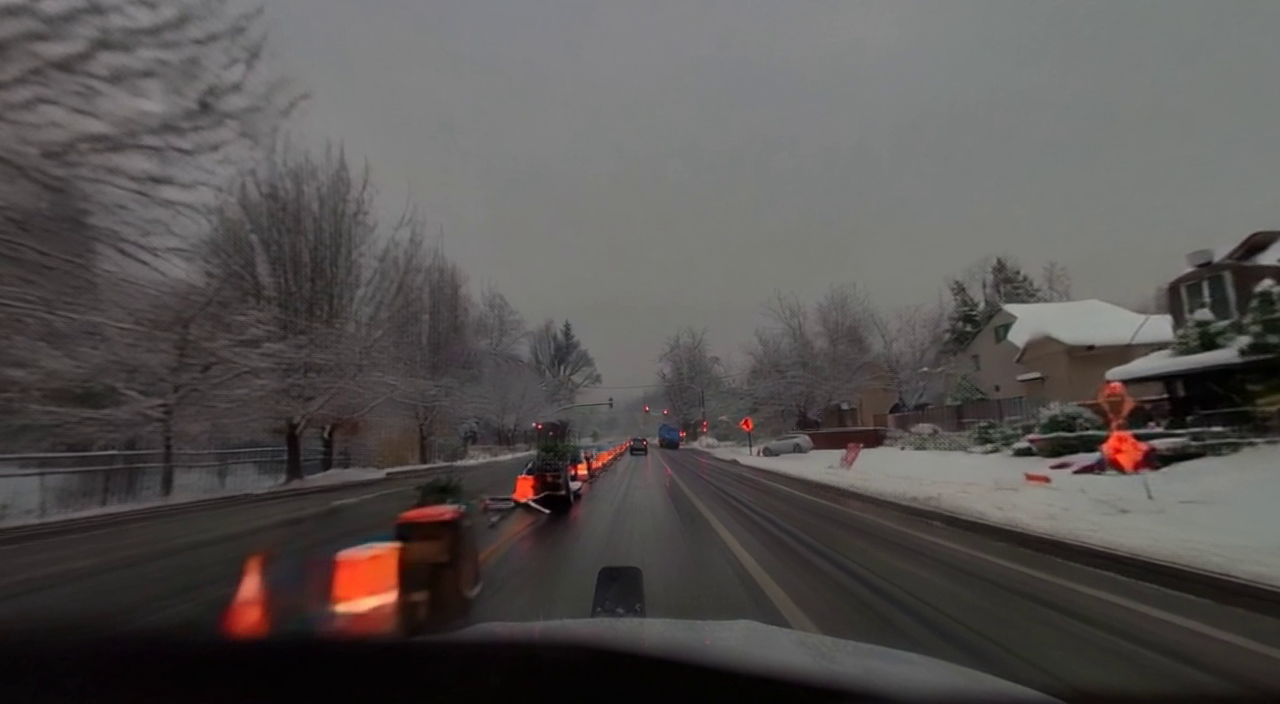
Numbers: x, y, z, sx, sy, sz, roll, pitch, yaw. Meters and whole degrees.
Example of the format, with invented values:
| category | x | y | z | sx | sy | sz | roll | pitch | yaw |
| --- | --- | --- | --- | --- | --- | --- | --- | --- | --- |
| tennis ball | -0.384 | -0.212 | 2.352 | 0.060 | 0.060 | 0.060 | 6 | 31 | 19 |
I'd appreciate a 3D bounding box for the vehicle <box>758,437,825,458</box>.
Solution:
| category | x | y | z | sx | sy | sz | roll | pitch | yaw |
| --- | --- | --- | --- | --- | --- | --- | --- | --- | --- |
| vehicle | 10.964 | 6.963 | 45.874 | 4.463 | 1.466 | 1.813 | -1 | -9 | 5 |
